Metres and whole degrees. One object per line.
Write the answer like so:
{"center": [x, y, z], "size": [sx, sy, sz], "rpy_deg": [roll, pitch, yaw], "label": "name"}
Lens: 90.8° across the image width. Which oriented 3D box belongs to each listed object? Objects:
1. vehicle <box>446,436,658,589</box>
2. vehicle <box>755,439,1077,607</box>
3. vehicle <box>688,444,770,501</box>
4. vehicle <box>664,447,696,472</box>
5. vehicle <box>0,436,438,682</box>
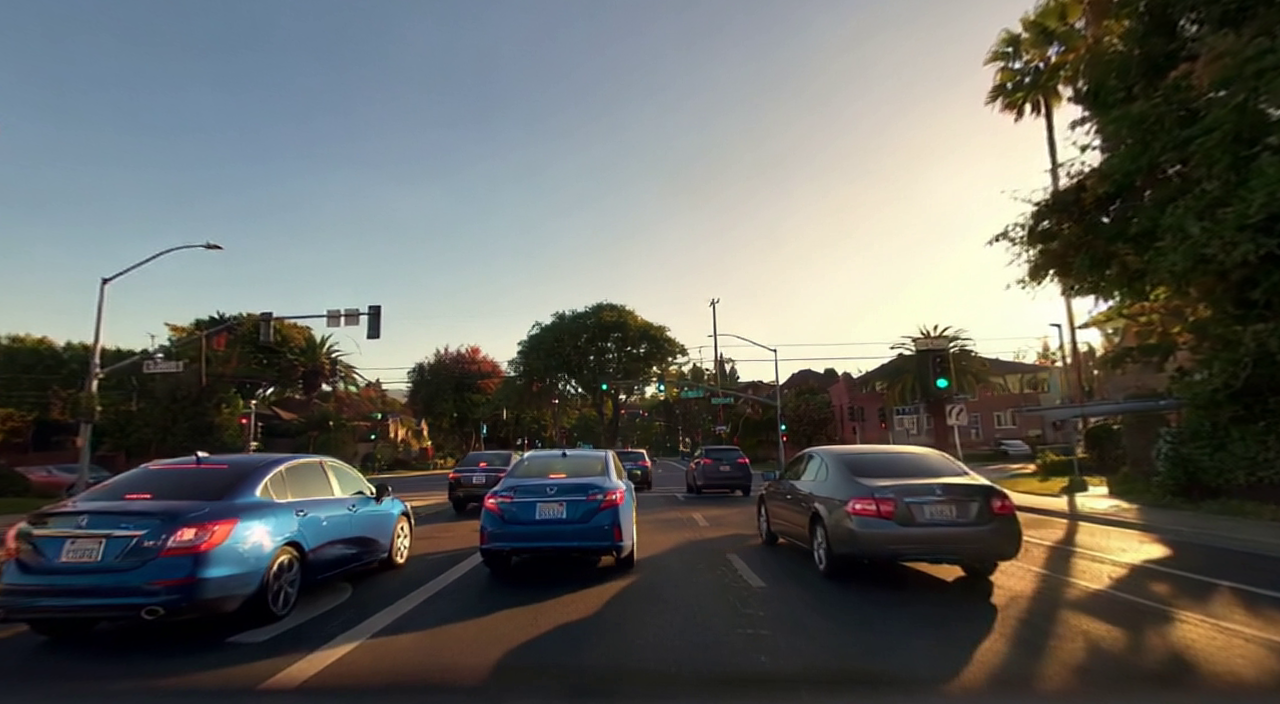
{"center": [-0.924, 1.893, 8.269], "size": [2.104, 1.500, 3.815], "rpy_deg": [0, -9, -2], "label": "vehicle"}
{"center": [2.859, 1.851, 7.839], "size": [2.014, 1.464, 4.312], "rpy_deg": [0, -9, 0], "label": "vehicle"}
{"center": [2.733, 3.819, 20.401], "size": [1.956, 1.615, 4.205], "rpy_deg": [0, -9, -1], "label": "vehicle"}
{"center": [2.920, 7.974, 47.109], "size": [2.063, 1.750, 4.410], "rpy_deg": [0, -9, -1], "label": "vehicle"}
{"center": [-3.698, 1.605, 6.149], "size": [2.058, 1.474, 4.473], "rpy_deg": [0, -9, -1], "label": "vehicle"}
